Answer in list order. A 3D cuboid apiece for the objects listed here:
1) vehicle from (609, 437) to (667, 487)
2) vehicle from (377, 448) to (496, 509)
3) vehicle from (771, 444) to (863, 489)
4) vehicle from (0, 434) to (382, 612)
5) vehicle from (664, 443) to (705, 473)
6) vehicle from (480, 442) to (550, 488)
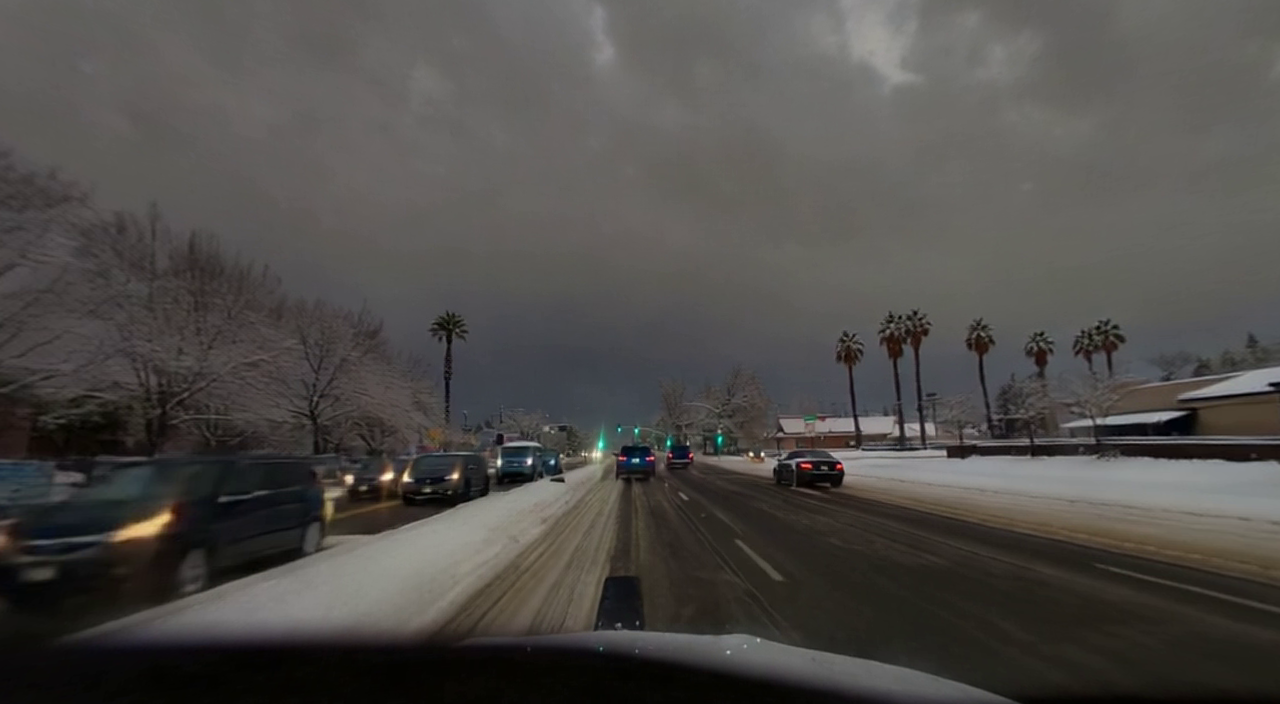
[{"bbox_3d":[-0.122,4.360,25.373,2.151,1.787,4.109,0,-8,-1],"label":"vehicle"},{"bbox_3d":[-5.656,3.538,18.233,2.017,1.463,4.384,-2,-8,0],"label":"vehicle"},{"bbox_3d":[6.275,4.093,22.938,1.944,1.447,4.309,0,-8,-2],"label":"vehicle"},{"bbox_3d":[-5.082,1.828,7.713,2.036,1.541,4.107,-1,-8,1],"label":"vehicle"},{"bbox_3d":[2.663,6.474,39.006,2.112,1.710,4.234,0,-8,-1],"label":"vehicle"},{"bbox_3d":[-5.247,4.780,27.192,2.160,1.769,4.494,0,-8,-1],"label":"vehicle"}]
